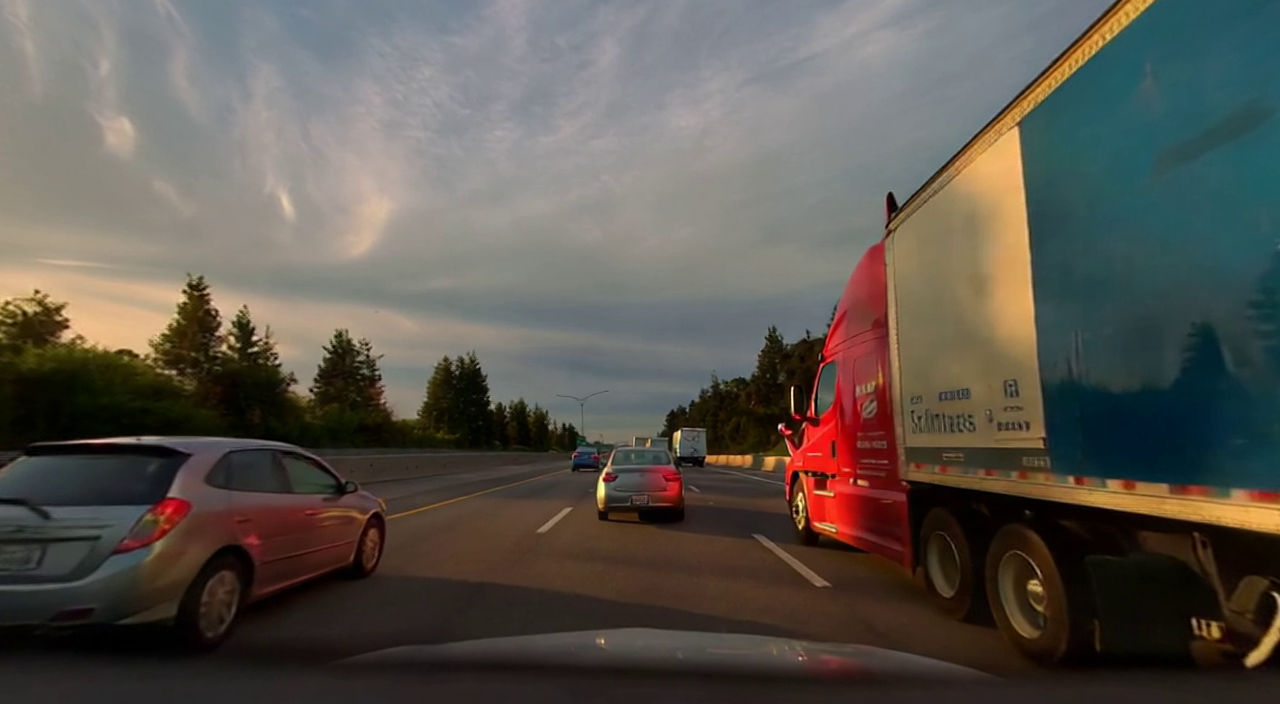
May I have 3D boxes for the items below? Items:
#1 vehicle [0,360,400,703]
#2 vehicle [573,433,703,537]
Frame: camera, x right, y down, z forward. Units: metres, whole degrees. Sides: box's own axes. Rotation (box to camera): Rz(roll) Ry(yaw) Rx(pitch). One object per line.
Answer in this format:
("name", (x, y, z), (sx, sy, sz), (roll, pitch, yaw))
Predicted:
("vehicle", (-3.473, 1.136, 4.084), (1.985, 1.671, 4.604), (0, -9, 0))
("vehicle", (-0.046, 2.317, 11.434), (1.973, 1.574, 3.426), (0, -9, -1))
